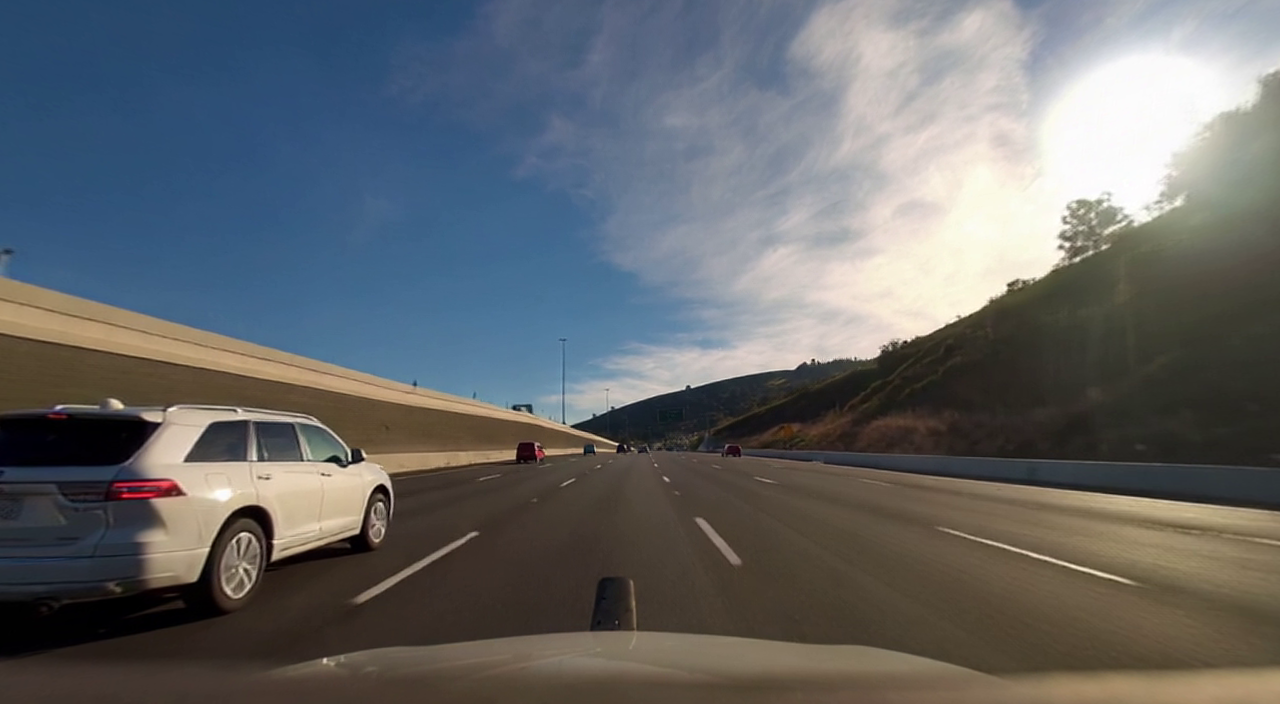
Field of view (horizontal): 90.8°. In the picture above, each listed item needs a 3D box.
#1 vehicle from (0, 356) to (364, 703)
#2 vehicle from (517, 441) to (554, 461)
[{"bbox_3d":[-3.855,1.072,4.042,2.047,1.715,4.689,0,-9,0],"label":"vehicle"},{"bbox_3d":[-8.029,7.693,48.989,2.054,1.474,4.450,0,-9,1],"label":"vehicle"}]
